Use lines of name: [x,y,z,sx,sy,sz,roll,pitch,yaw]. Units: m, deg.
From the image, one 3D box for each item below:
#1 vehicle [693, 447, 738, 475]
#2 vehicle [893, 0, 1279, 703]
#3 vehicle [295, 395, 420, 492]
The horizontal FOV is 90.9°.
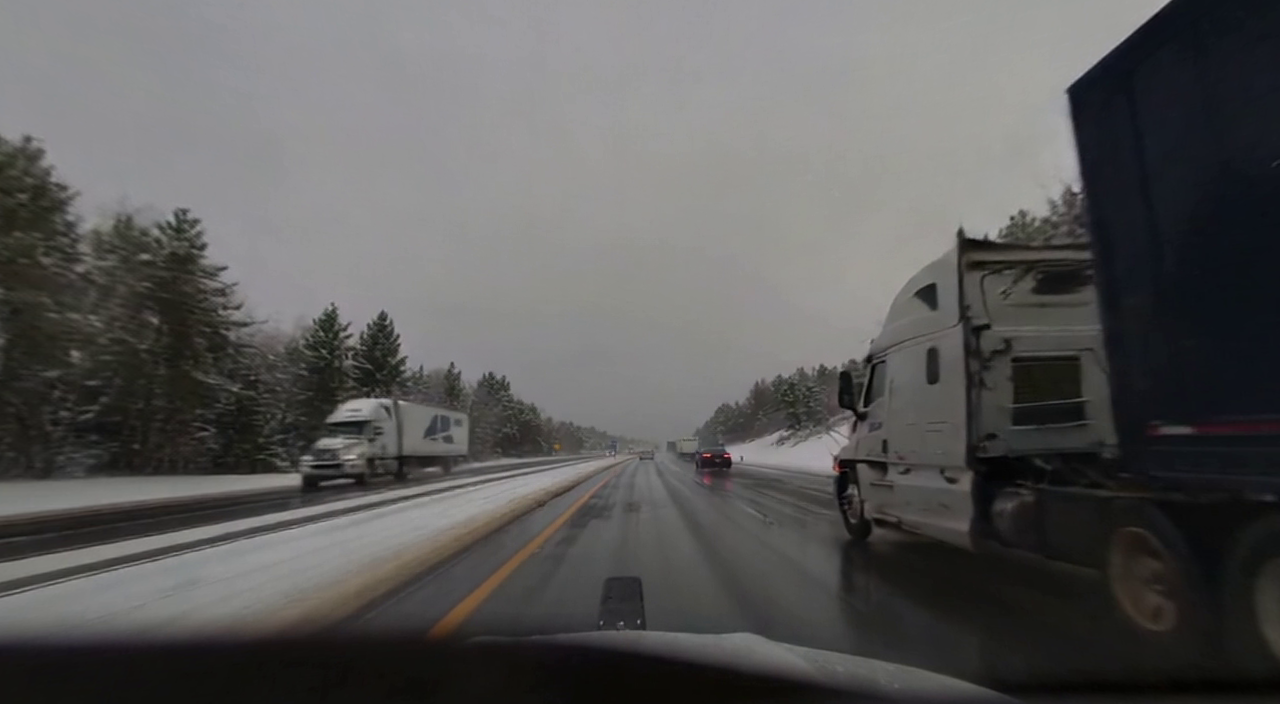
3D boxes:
vehicle: [4.302,6.273,36.458,2.043,1.542,3.881,0,-9,-1]
vehicle: [4.759,-0.628,0.738,2.889,4.072,13.991,0,-9,-1]
vehicle: [-12.805,4.247,29.234,2.982,3.982,5.800,0,-9,0]
